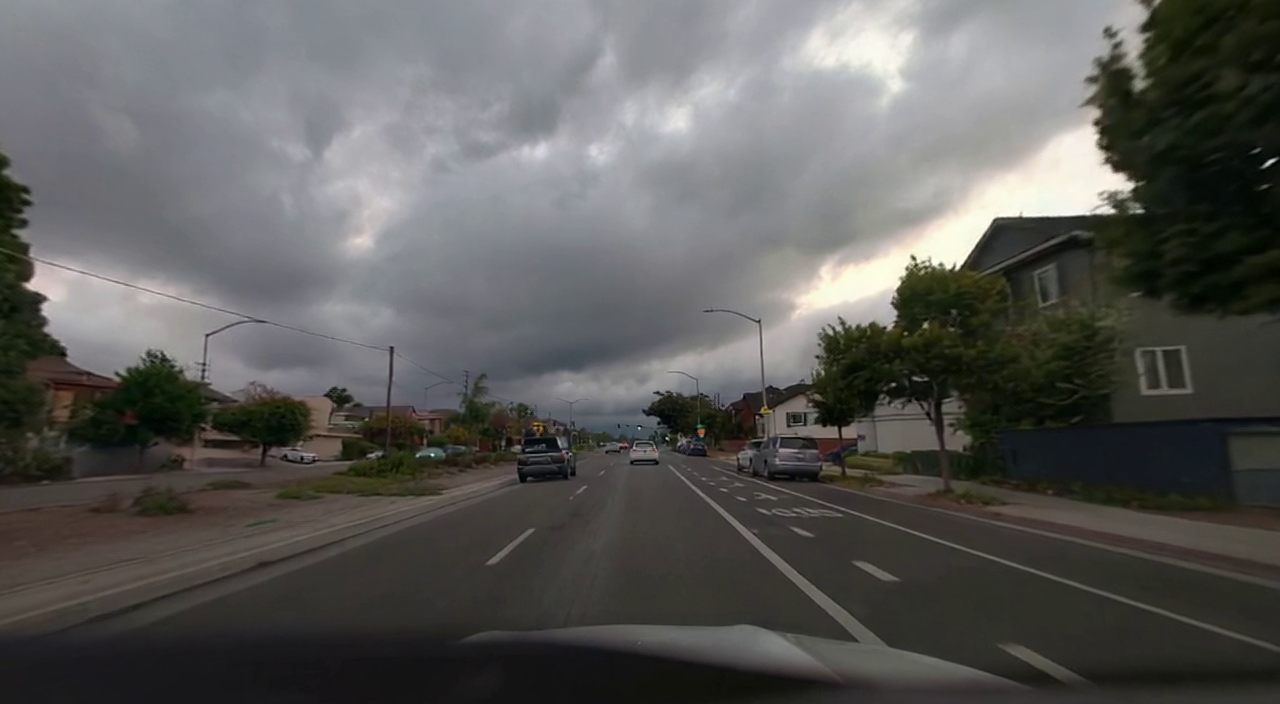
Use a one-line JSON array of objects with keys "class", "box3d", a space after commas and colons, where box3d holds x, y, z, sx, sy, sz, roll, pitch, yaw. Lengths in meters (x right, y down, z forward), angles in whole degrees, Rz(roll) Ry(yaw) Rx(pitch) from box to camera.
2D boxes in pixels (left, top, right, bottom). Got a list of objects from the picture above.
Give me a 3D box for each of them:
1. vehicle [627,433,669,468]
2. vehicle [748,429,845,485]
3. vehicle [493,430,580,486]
[{"class": "vehicle", "box3d": [0.452, 5.699, 36.719, 2.273, 1.851, 5.075, 0, -9, 0]}, {"class": "vehicle", "box3d": [5.773, 3.988, 24.216, 2.217, 1.874, 5.660, 0, -9, 0]}, {"class": "vehicle", "box3d": [-3.538, 3.755, 22.547, 2.233, 1.775, 4.491, 0, -9, 1]}]
